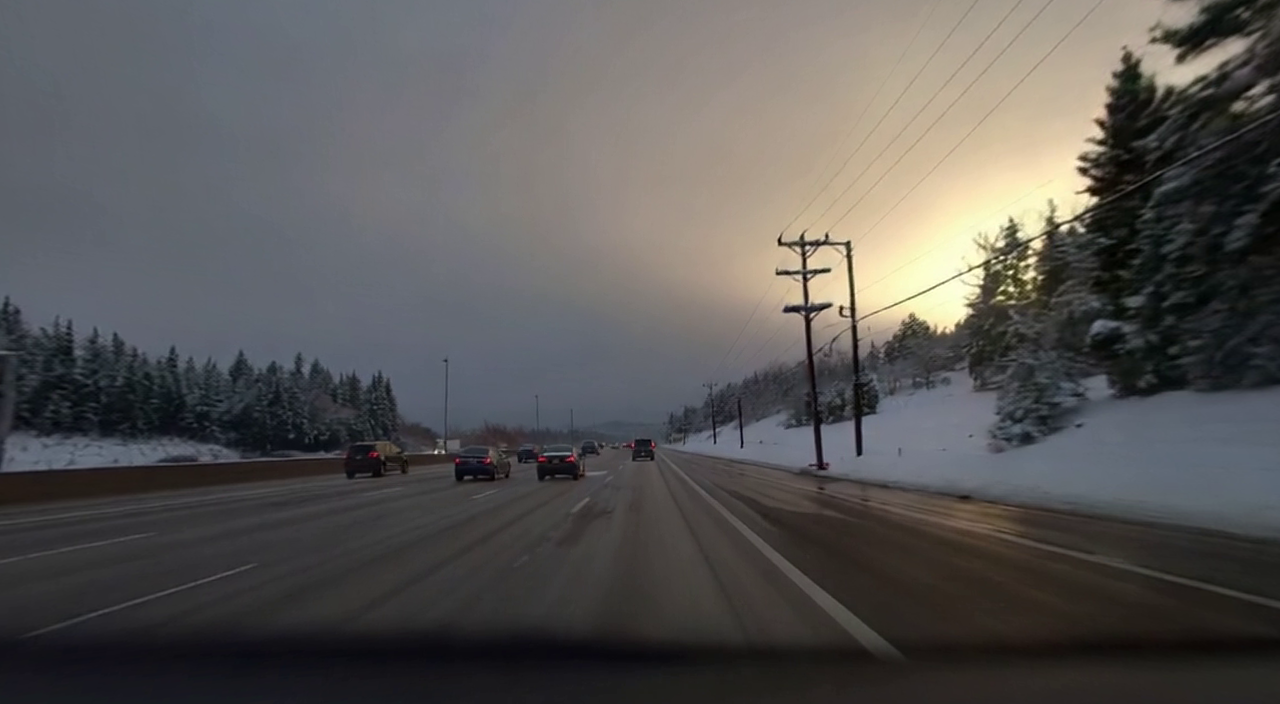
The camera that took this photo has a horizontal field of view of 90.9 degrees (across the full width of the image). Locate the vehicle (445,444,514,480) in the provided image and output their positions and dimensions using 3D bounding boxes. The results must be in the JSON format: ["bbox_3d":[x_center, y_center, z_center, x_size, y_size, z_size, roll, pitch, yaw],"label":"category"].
[{"bbox_3d":[-7.125,4.903,28.386,1.899,1.472,4.202,0,-9,1],"label":"vehicle"}]

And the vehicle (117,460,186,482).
[{"bbox_3d":[-35.493,8.627,45.935,1.788,1.410,4.013,-1,-9,1],"label":"vehicle"}]

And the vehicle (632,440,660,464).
[{"bbox_3d":[0.409,7.779,49.171,2.001,1.732,4.823,0,-9,-1],"label":"vehicle"}]

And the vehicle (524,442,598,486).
[{"bbox_3d":[-2.787,4.093,23.283,2.064,1.446,4.409,0,-9,2],"label":"vehicle"}]

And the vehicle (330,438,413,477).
[{"bbox_3d":[-14.240,5.618,33.850,2.172,1.946,5.017,0,-9,1],"label":"vehicle"}]
